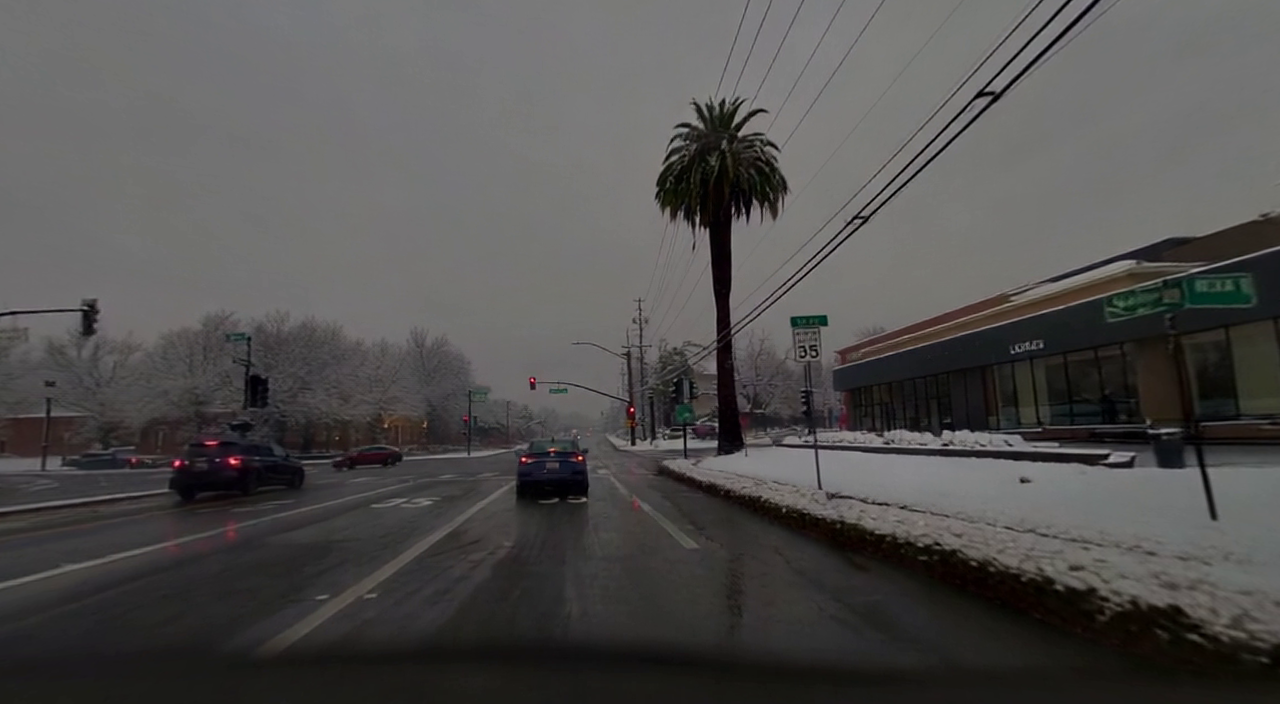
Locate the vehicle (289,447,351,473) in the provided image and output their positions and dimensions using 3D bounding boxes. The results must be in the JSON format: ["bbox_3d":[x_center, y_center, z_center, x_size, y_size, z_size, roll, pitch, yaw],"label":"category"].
[{"bbox_3d":[-19.987,6.713,39.630,1.879,1.496,4.510,1,-8,-5],"label":"vehicle"}]

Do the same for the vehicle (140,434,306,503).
[{"bbox_3d":[-12.376,3.438,19.249,2.050,1.811,4.752,0,-8,-4],"label":"vehicle"}]

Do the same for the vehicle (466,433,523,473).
[{"bbox_3d":[-6.753,4.733,29.746,2.077,1.715,3.903,1,-8,-6],"label":"vehicle"}]

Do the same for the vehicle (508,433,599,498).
[{"bbox_3d":[-2.236,2.909,16.681,2.063,1.474,4.334,1,-8,-7],"label":"vehicle"}]

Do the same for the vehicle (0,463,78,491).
[{"bbox_3d":[-37.369,7.590,38.396,4.276,1.576,1.917,1,-8,-6],"label":"vehicle"}]
